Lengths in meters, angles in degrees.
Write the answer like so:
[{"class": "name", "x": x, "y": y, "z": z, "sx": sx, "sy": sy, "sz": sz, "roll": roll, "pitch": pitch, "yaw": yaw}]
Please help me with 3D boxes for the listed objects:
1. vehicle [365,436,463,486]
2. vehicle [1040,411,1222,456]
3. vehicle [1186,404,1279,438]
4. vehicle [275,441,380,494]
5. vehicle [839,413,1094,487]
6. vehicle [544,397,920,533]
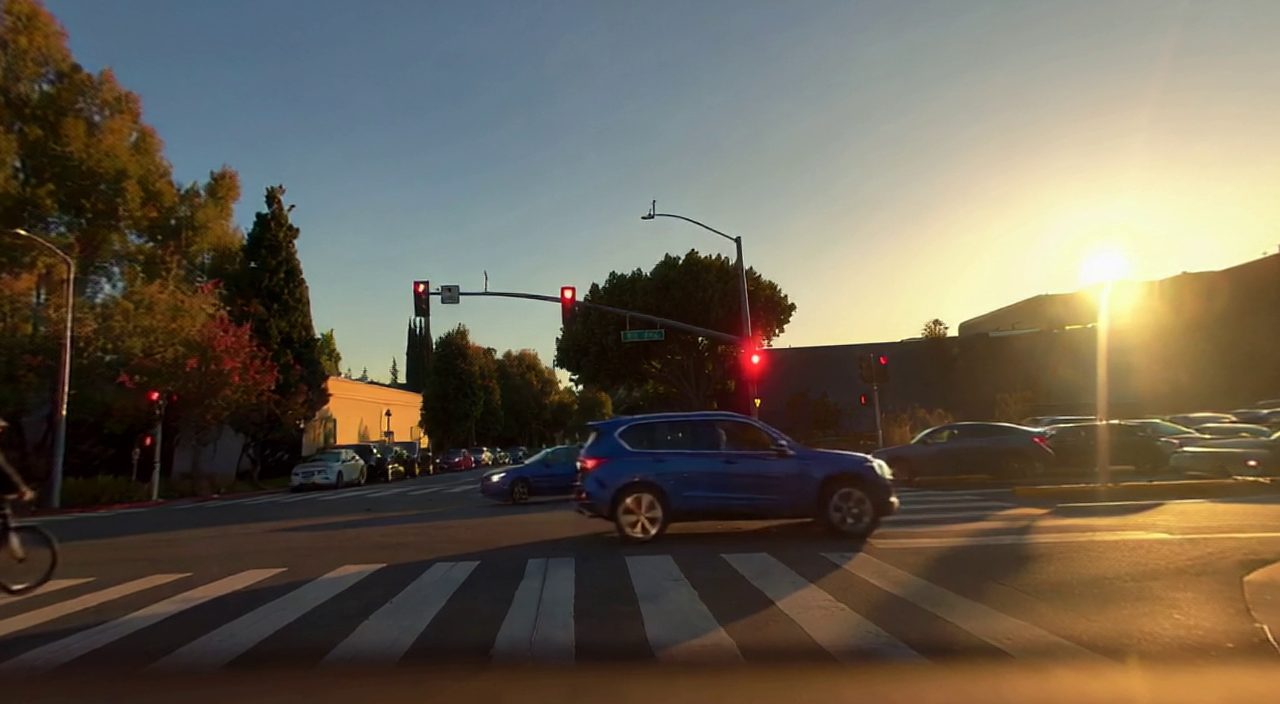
[{"class": "vehicle", "x": -10.172, "y": 4.949, "z": 29.056, "sx": 2.475, "sy": 1.940, "sz": 5.702, "roll": -3, "pitch": -9, "yaw": 0}, {"class": "vehicle", "x": 16.961, "y": 2.904, "z": 22.106, "sx": 4.560, "sy": 1.453, "sz": 1.851, "roll": -3, "pitch": -9, "yaw": 18}, {"class": "vehicle", "x": 34.911, "y": 4.015, "z": 36.641, "sx": 4.326, "sy": 1.511, "sz": 1.725, "roll": -8, "pitch": -9, "yaw": 17}, {"class": "vehicle", "x": -13.729, "y": 5.056, "z": 28.147, "sx": 2.251, "sy": 1.957, "sz": 4.968, "roll": -4, "pitch": -9, "yaw": -1}, {"class": "vehicle", "x": 6.724, "y": 2.143, "z": 13.530, "sx": 4.385, "sy": 1.419, "sz": 1.855, "roll": -1, "pitch": -12, "yaw": 7}, {"class": "vehicle", "x": 1.278, "y": 1.748, "z": 9.840, "sx": 5.122, "sy": 1.781, "sz": 2.098, "roll": -2, "pitch": -9, "yaw": 6}]
